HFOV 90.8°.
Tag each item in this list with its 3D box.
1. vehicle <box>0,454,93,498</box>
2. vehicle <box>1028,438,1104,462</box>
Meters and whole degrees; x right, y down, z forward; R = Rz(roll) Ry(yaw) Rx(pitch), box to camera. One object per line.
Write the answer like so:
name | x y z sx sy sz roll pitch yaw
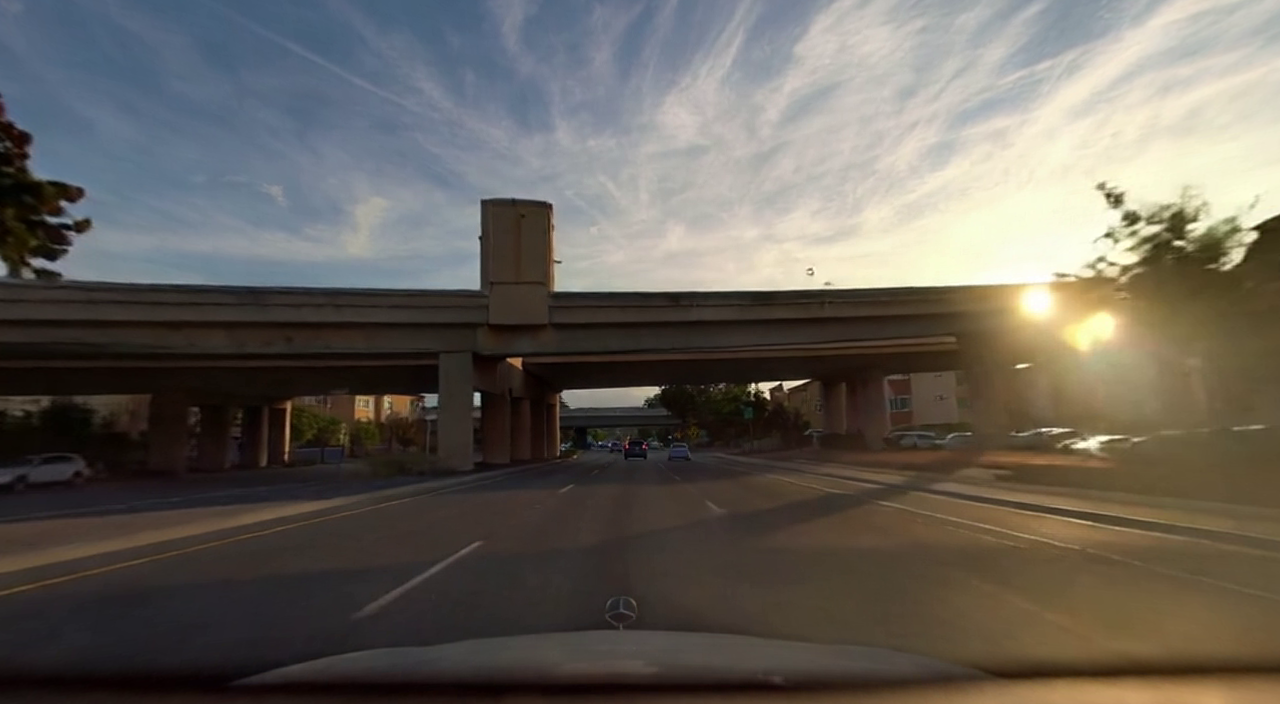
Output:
vehicle | -27.684 5.521 28.540 1.922 1.738 4.748 0 -8 -4
vehicle | 33.679 7.753 49.994 4.571 1.685 2.006 -2 -9 -4
